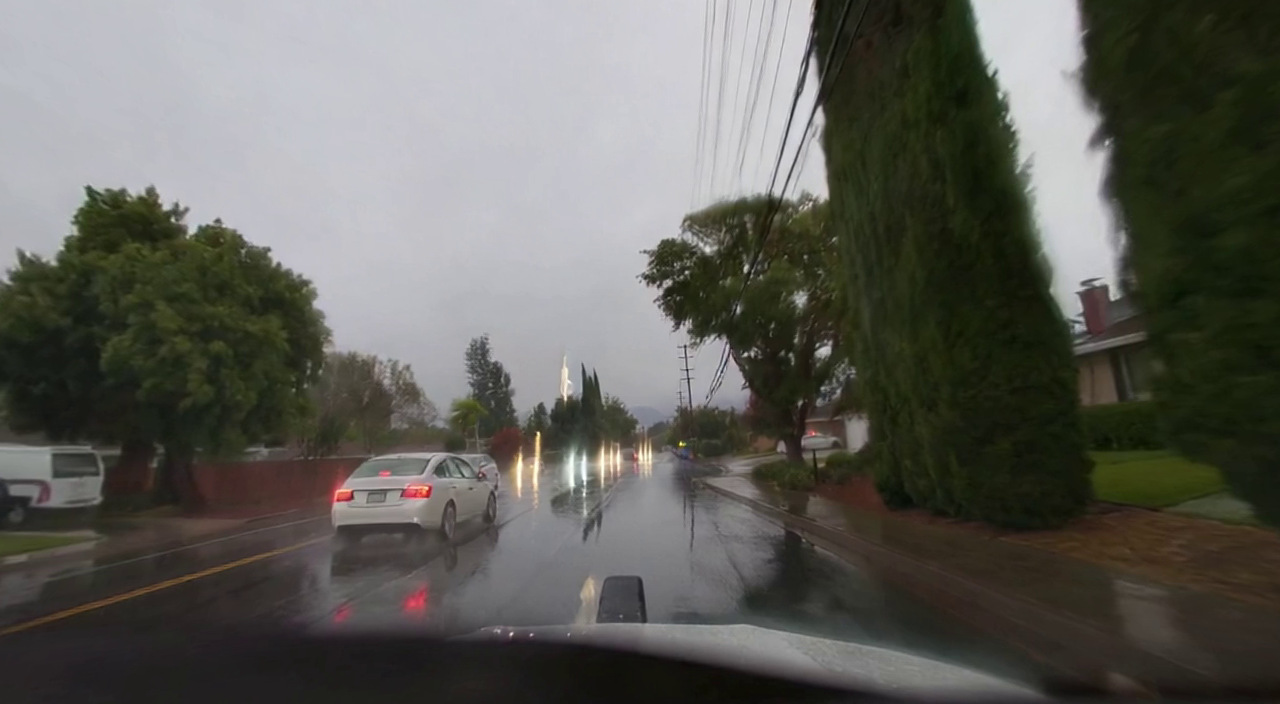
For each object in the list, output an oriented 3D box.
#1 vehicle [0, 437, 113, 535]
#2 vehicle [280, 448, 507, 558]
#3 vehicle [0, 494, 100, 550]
[{"bbox_3d":[-23.478,4.492,21.404,7.982,3.178,2.531,3,-9,-19],"label":"vehicle"},{"bbox_3d":[-3.892,2.439,11.067,2.041,1.471,4.602,-1,-8,1],"label":"vehicle"},{"bbox_3d":[-19.941,5.234,19.459,4.472,1.482,2.050,3,-10,-20],"label":"vehicle"}]
